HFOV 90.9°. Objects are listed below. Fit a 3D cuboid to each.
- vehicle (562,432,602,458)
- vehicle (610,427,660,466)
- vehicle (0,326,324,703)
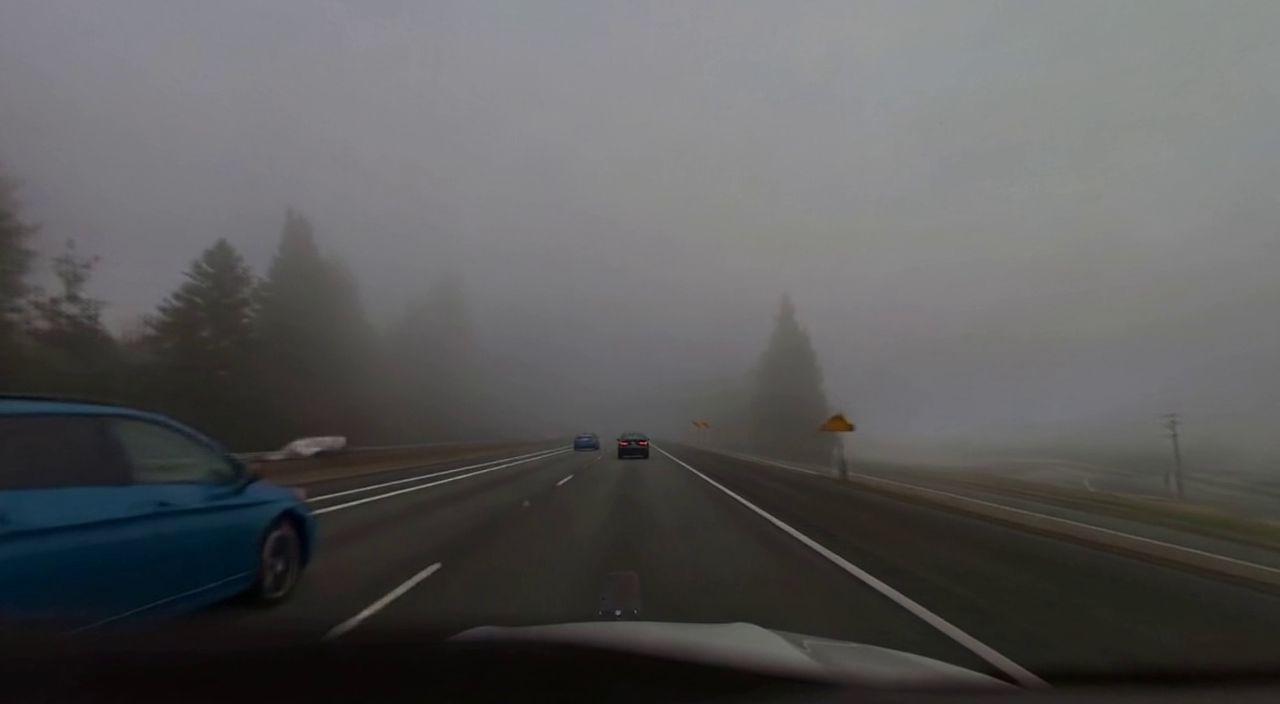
[{"bbox_3d":[-3.560,5.794,39.438,2.030,1.491,4.046,0,-8,1],"label":"vehicle"},{"bbox_3d":[-0.209,4.334,29.180,2.134,1.654,4.174,0,-8,0],"label":"vehicle"},{"bbox_3d":[-3.813,0.806,2.901,2.251,1.749,4.820,0,-8,-1],"label":"vehicle"}]
